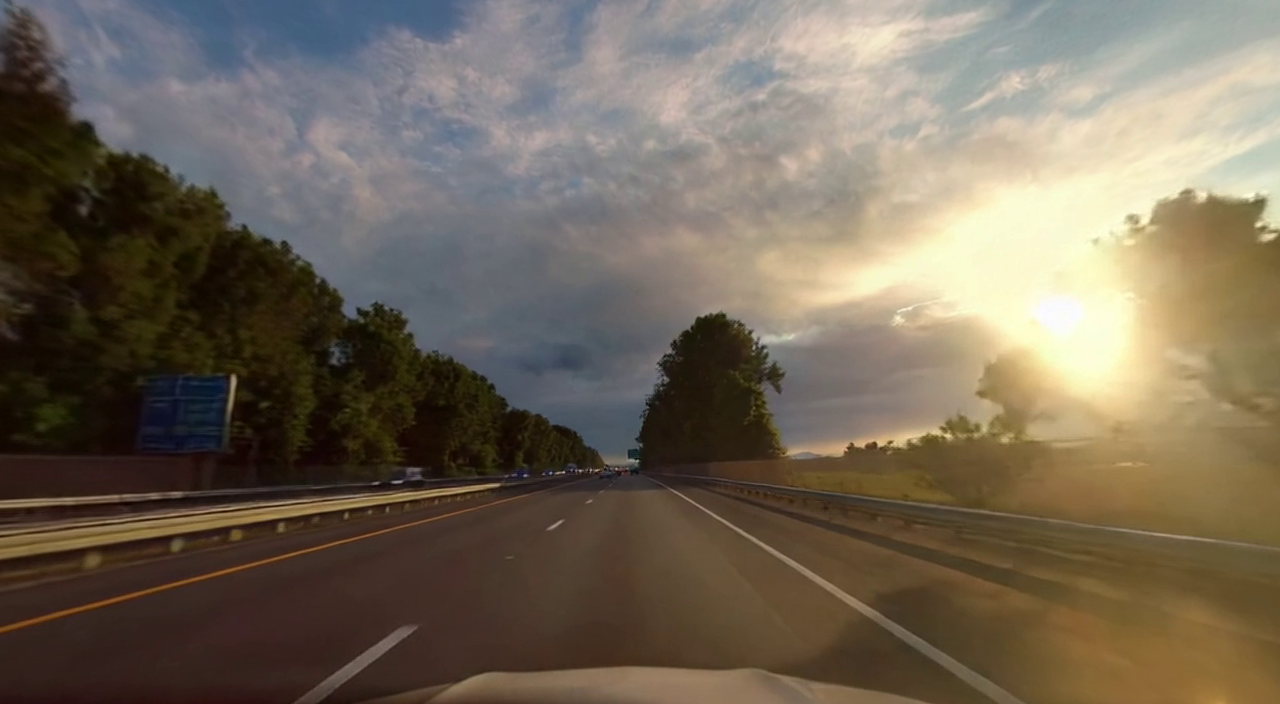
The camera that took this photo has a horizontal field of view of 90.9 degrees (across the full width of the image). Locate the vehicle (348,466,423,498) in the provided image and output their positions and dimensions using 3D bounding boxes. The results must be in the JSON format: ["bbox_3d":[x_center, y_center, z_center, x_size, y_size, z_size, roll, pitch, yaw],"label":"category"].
[{"bbox_3d":[-13.053,6.672,32.642,2.034,1.490,4.226,1,-11,0],"label":"vehicle"}]
